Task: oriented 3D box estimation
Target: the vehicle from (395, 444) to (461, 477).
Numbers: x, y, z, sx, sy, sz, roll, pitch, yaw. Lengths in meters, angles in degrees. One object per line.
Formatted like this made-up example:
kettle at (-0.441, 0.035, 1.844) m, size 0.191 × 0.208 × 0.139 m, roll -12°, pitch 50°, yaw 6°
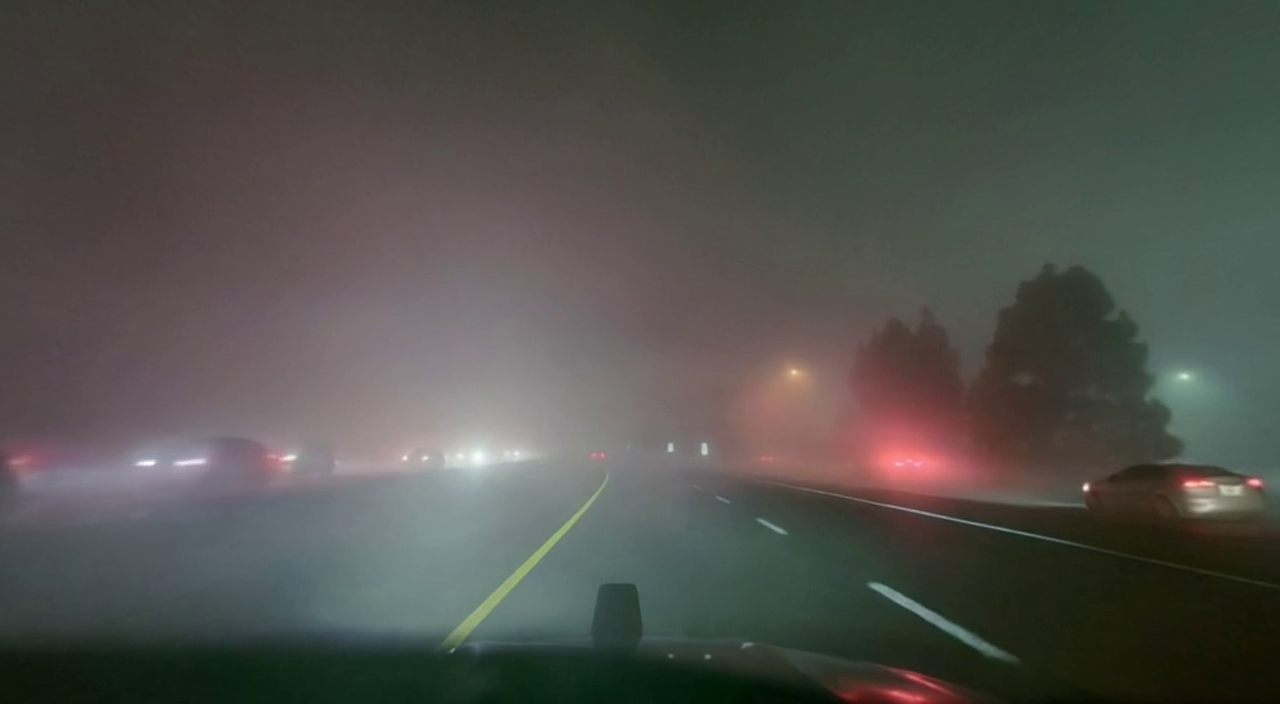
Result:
vehicle at (-10.775, 5.546, 32.281) m, size 1.946 × 1.519 × 4.791 m, roll 0°, pitch -9°, yaw -3°

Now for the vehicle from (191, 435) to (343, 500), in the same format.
vehicle at (-9.803, 3.055, 16.872) m, size 1.832 × 1.507 × 3.859 m, roll 0°, pitch -9°, yaw -3°

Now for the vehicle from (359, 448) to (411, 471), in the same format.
vehicle at (-17.450, 7.368, 43.151) m, size 1.872 × 1.472 × 4.677 m, roll 0°, pitch -9°, yaw -4°

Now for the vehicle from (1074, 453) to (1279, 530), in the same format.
vehicle at (13.345, 3.281, 15.412) m, size 1.941 × 1.536 × 4.585 m, roll 0°, pitch -9°, yaw -1°

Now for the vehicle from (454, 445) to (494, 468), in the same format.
vehicle at (-11.852, 7.468, 44.884) m, size 1.924 × 1.579 × 4.165 m, roll 0°, pitch -9°, yaw -3°
